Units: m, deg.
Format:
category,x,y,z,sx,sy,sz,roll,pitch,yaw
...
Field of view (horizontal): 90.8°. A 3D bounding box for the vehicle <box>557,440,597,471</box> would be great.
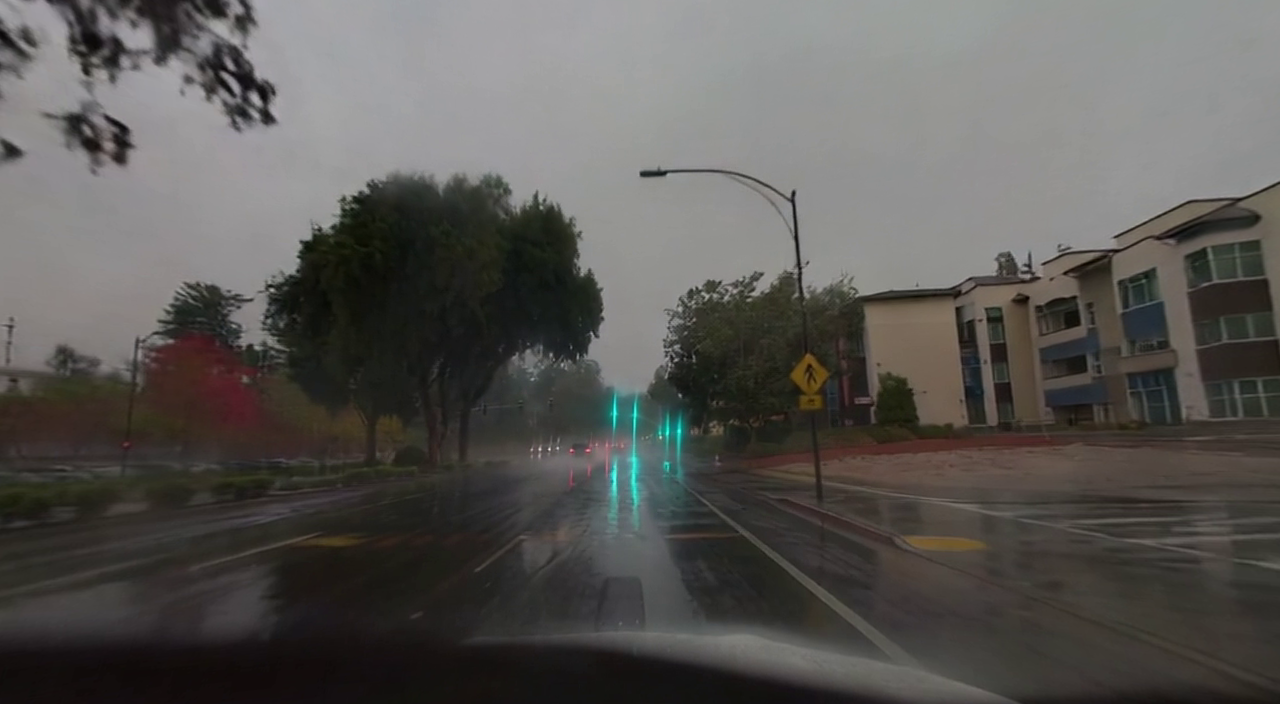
category,x,y,z,sx,sy,sz,roll,pitch,yaw
vehicle,-3.678,6.112,37.590,1.959,1.741,4.141,0,-8,1
